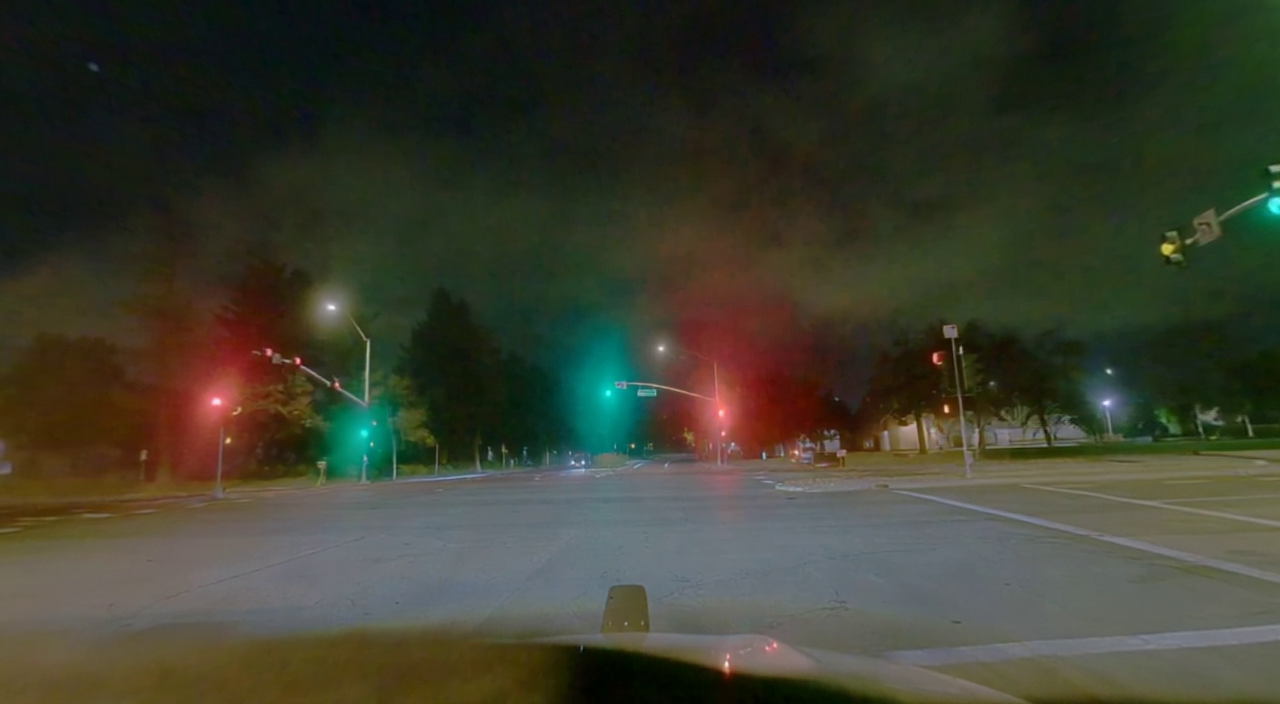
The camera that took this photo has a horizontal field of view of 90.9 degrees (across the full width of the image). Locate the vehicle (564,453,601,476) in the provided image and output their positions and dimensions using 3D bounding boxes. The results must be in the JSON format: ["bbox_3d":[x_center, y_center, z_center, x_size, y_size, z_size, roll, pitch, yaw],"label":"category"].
[{"bbox_3d":[-4.499,8.850,49.851,2.030,1.704,4.205,-1,-8,7],"label":"vehicle"}]
